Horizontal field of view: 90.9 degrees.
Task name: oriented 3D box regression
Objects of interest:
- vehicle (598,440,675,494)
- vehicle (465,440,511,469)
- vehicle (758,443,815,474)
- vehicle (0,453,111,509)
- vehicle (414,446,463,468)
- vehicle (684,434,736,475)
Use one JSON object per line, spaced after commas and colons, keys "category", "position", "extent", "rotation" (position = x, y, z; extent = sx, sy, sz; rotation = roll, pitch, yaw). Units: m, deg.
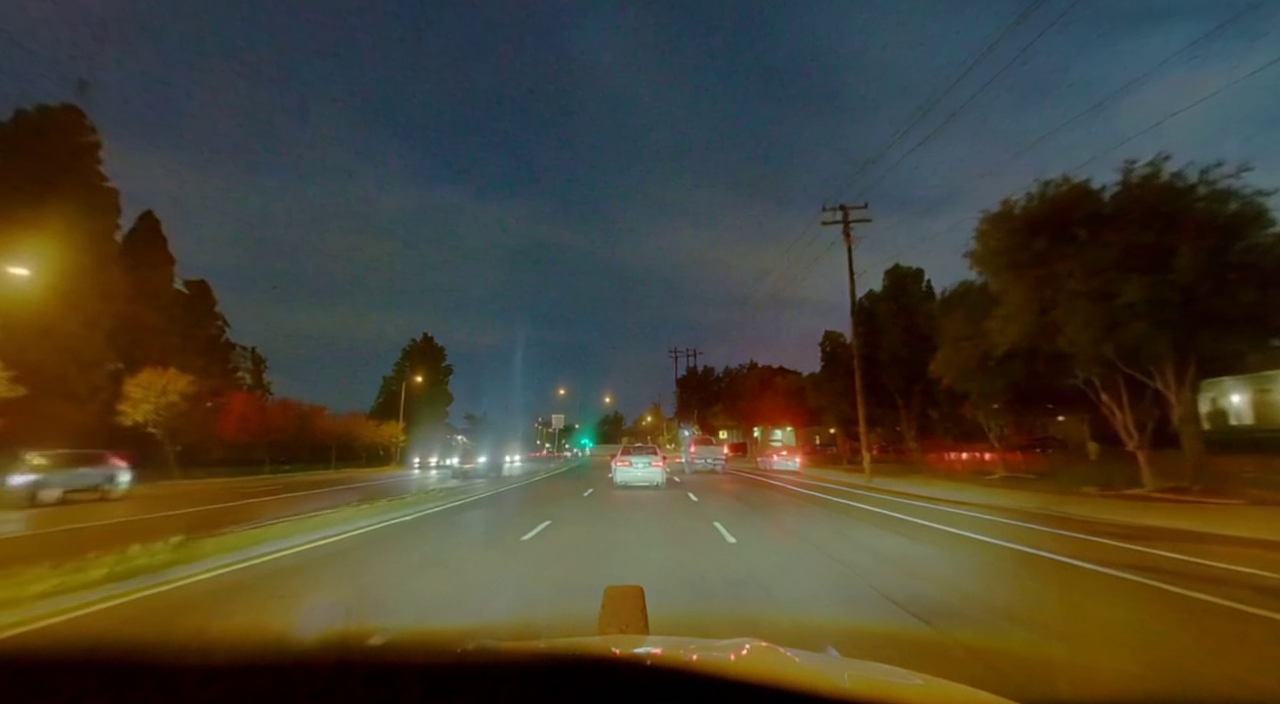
{"category": "vehicle", "position": [-0.072, 3.507, 19.652], "extent": [2.140, 1.474, 4.026], "rotation": [0, -8, 1]}
{"category": "vehicle", "position": [-9.888, 6.694, 41.402], "extent": [2.090, 1.785, 4.692], "rotation": [0, -8, -3]}
{"category": "vehicle", "position": [7.799, 5.687, 33.905], "extent": [1.980, 1.497, 4.345], "rotation": [0, -8, 0]}
{"category": "vehicle", "position": [-18.055, 3.634, 17.946], "extent": [1.920, 1.426, 4.519], "rotation": [0, -8, 2]}
{"category": "vehicle", "position": [-14.337, 7.458, 45.060], "extent": [1.926, 1.480, 4.337], "rotation": [0, -8, 1]}
{"category": "vehicle", "position": [3.344, 5.023, 31.091], "extent": [2.073, 1.822, 4.276], "rotation": [0, -8, 0]}
